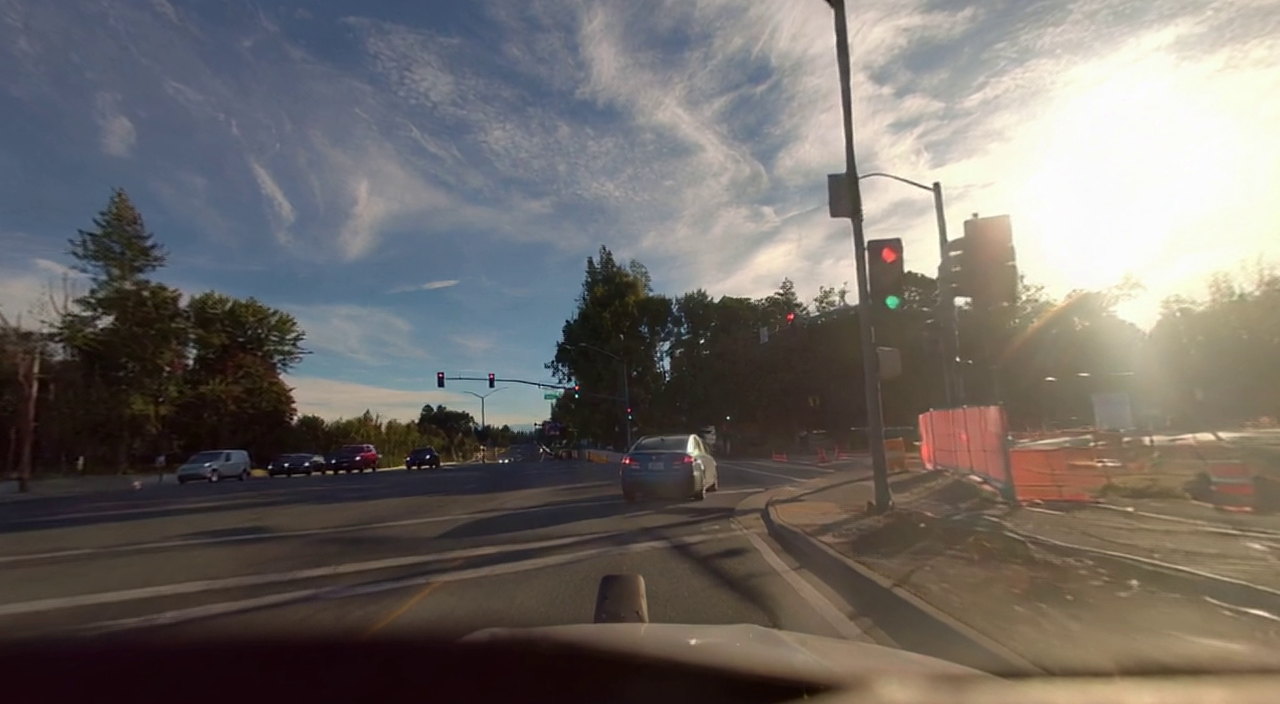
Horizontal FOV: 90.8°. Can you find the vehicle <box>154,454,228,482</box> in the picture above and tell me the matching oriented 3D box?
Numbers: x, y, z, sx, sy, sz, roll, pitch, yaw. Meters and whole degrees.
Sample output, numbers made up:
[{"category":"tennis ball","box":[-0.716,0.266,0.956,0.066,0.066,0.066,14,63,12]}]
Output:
[{"category":"vehicle","box":[-30.746,7.949,43.439,2.142,1.723,4.692,1,-9,-8]}]

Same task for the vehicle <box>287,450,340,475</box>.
[{"category":"vehicle","box":[-24.448,8.274,47.510,2.081,1.670,4.376,1,-9,-8]}]

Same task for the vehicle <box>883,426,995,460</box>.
[{"category":"vehicle","box":[13.748,4.177,29.100,4.467,1.477,1.873,2,-8,-16]}]

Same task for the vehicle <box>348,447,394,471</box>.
[{"category":"vehicle","box":[-21.169,8.417,49.873,2.101,1.759,4.619,1,-9,-7]}]

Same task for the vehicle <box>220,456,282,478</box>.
[{"category":"vehicle","box":[-27.914,8.242,45.490,2.024,1.448,4.478,1,-9,-7]}]

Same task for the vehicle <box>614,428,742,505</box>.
[{"category":"vehicle","box":[1.067,2.613,14.886,2.183,1.506,4.286,-3,-9,15]}]
